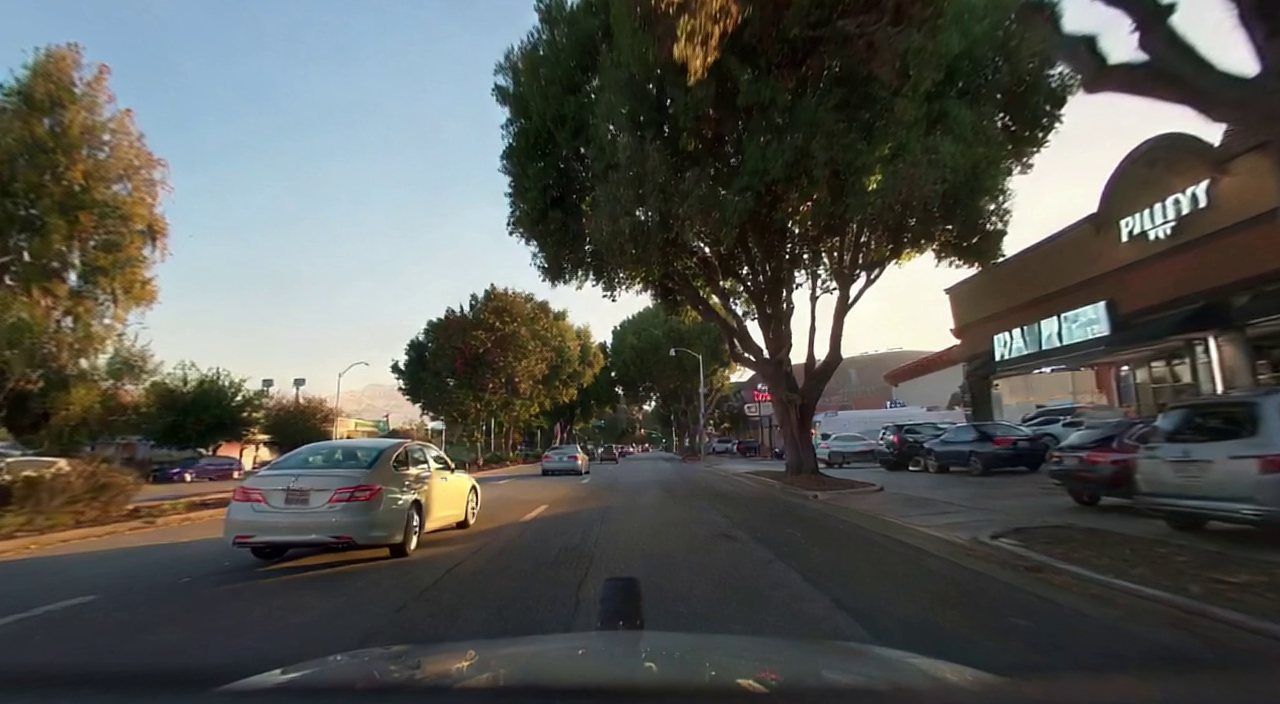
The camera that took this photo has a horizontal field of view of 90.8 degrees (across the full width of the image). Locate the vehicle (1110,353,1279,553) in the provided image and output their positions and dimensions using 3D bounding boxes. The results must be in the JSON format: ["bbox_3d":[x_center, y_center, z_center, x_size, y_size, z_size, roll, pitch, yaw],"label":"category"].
[{"bbox_3d":[9.783,1.212,7.849,5.990,2.130,2.180,0,-9,1],"label":"vehicle"}]

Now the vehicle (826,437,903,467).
[{"bbox_3d":[12.250,5.403,34.262,2.090,1.501,4.732,-8,-12,43],"label":"vehicle"}]

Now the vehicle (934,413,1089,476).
[{"bbox_3d":[12.664,3.254,22.070,2.222,1.922,5.164,0,-9,0],"label":"vehicle"}]

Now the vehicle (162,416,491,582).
[{"bbox_3d":[-3.720,1.836,8.725,2.126,1.655,4.560,0,-9,1],"label":"vehicle"}]

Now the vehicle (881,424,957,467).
[{"bbox_3d":[14.760,4.930,33.283,2.031,2.064,4.681,-9,-12,43],"label":"vehicle"}]

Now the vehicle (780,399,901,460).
[{"bbox_3d":[15.499,6.093,49.352,8.300,4.310,2.832,-2,-9,1],"label":"vehicle"}]

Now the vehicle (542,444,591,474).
[{"bbox_3d":[-3.753,5.534,32.937,1.955,1.461,4.396,0,-9,1],"label":"vehicle"}]
